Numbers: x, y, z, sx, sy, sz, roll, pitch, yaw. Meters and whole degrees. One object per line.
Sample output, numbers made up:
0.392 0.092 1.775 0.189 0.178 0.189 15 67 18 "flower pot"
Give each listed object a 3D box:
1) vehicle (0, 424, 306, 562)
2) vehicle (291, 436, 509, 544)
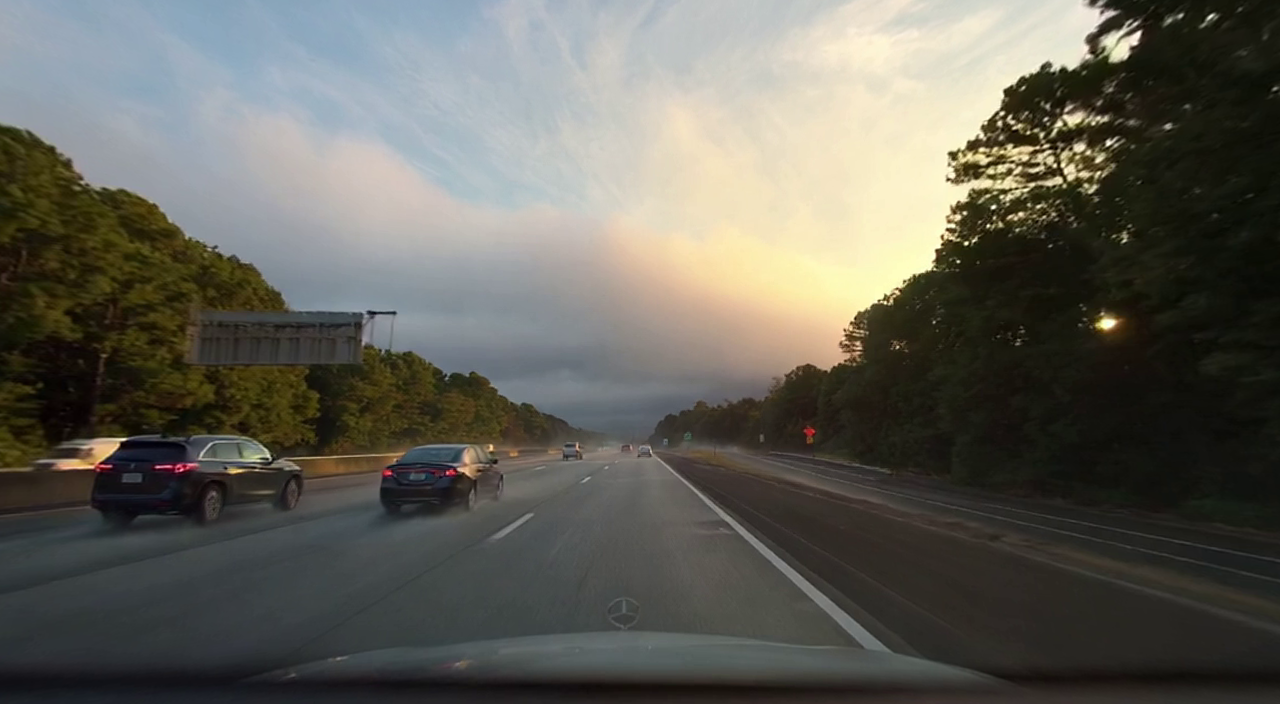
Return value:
-7.259 1.984 9.590 2.007 1.616 4.141 0 -9 1 "vehicle"
-4.010 2.381 11.600 2.104 1.558 4.639 0 -9 1 "vehicle"
